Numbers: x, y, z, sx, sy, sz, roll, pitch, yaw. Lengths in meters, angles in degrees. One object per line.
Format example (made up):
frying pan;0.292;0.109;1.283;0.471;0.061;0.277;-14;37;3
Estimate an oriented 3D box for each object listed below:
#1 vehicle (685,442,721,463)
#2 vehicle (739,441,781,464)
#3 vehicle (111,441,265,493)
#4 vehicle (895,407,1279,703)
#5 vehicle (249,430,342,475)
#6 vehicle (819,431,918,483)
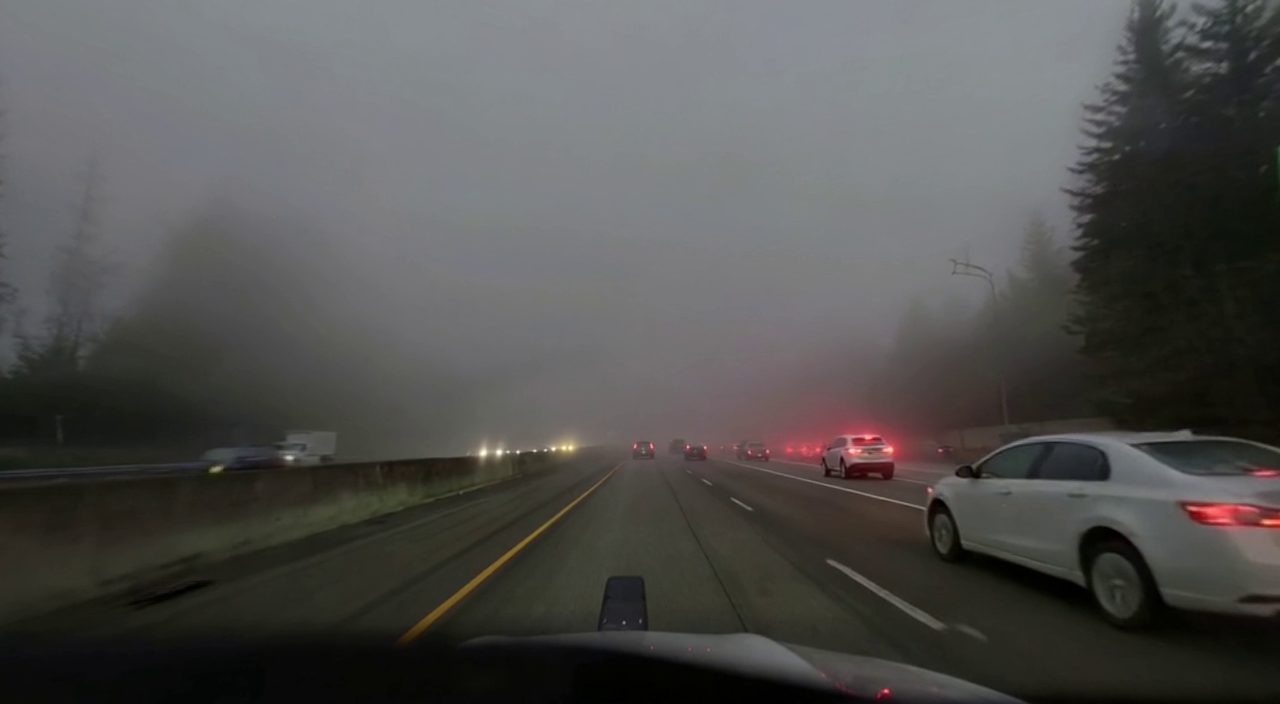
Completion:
vehicle;4.502;7.263;45.711;2.118;1.438;4.312;0;-8;-1
vehicle;8.088;6.821;42.936;1.919;1.476;4.303;0;-8;-1
vehicle;-17.166;4.365;24.359;2.209;1.774;4.989;0;-8;0
vehicle;4.203;1.309;5.040;2.223;1.483;5.075;0;-8;0
vehicle;-21.330;6.246;39.466;2.442;2.577;5.925;0;-8;0
vehicle;8.213;3.814;23.106;1.986;1.703;4.226;0;-8;-1
